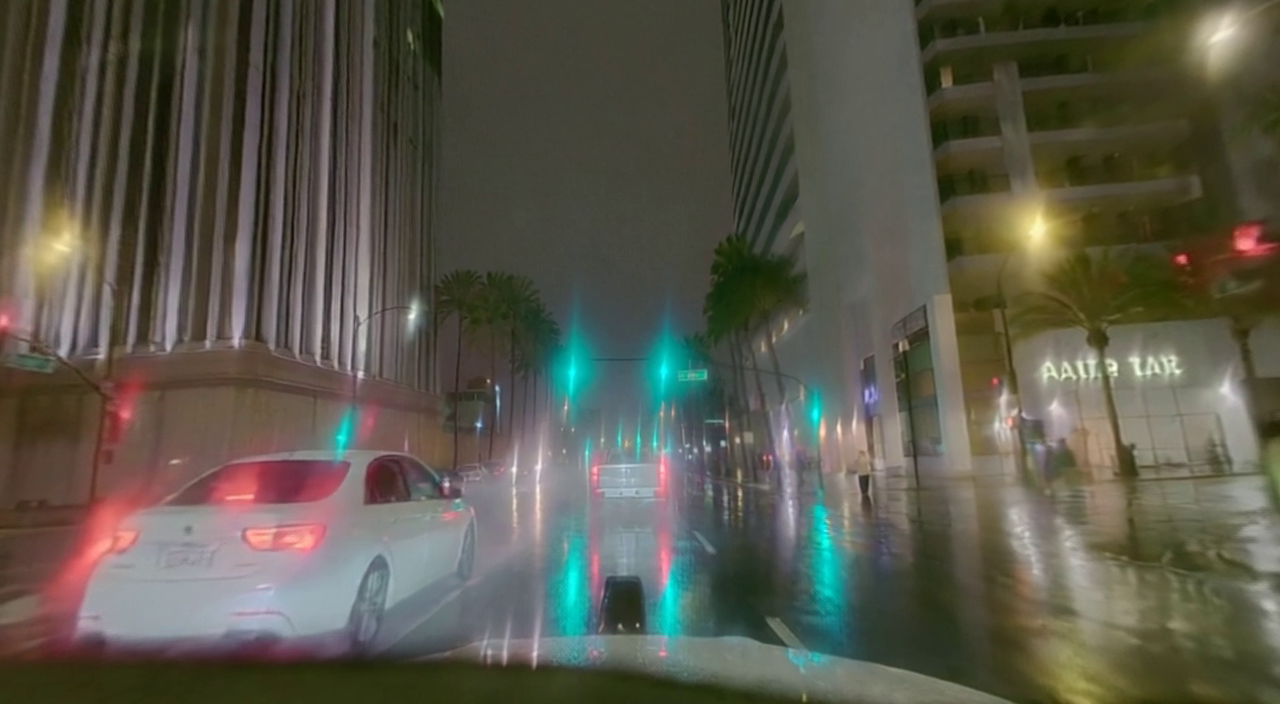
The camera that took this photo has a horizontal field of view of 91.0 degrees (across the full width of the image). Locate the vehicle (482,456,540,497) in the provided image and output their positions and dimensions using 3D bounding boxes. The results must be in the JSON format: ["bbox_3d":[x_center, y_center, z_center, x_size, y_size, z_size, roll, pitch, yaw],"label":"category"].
[{"bbox_3d":[-6.706,6.486,33.253,2.070,1.893,4.738,0,-9,0],"label":"vehicle"}]

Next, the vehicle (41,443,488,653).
[{"bbox_3d":[-3.303,1.780,6.975,2.096,1.492,4.666,0,-9,0],"label":"vehicle"}]

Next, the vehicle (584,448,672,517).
[{"bbox_3d":[-0.310,3.466,17.270,2.145,1.632,3.972,0,-9,-1],"label":"vehicle"}]
